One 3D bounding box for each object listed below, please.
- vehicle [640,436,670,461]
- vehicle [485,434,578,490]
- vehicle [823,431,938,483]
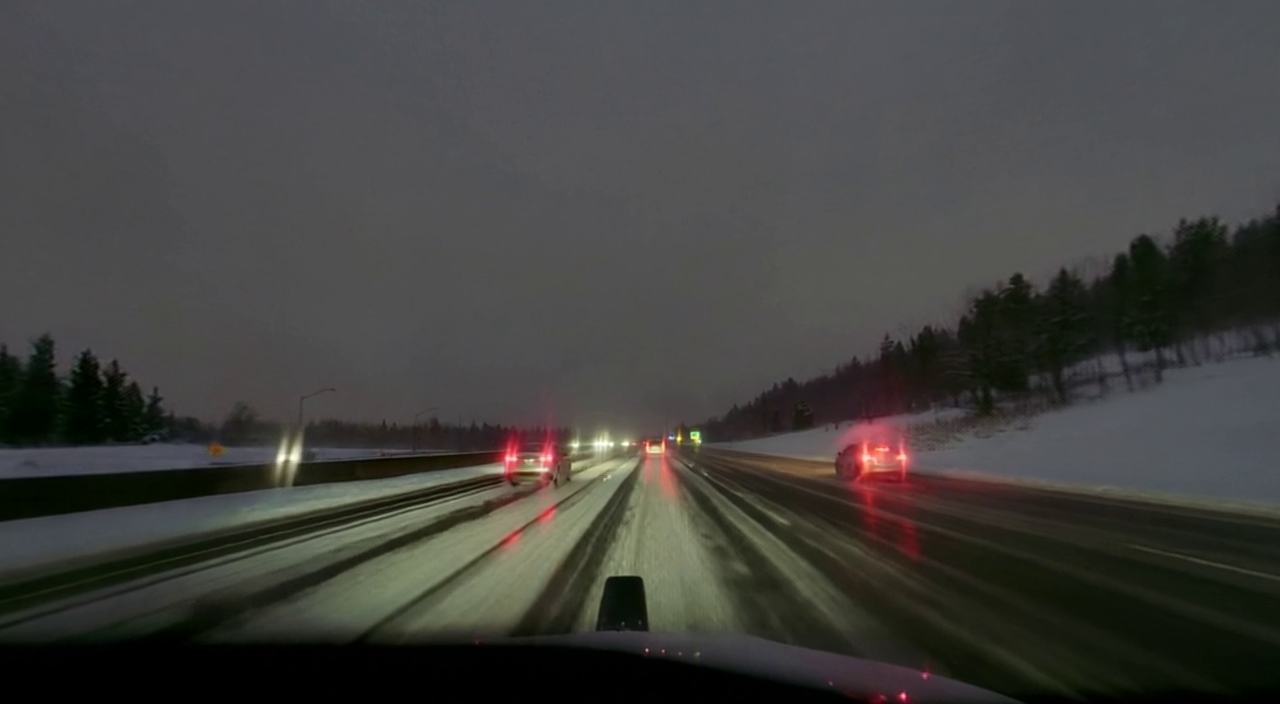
[{"bbox_3d":[1.081,6.918,45.270,2.063,1.698,4.355,0,-8,1],"label":"vehicle"},{"bbox_3d":[-3.256,3.416,19.816,2.050,1.546,4.344,-1,-8,2],"label":"vehicle"},{"bbox_3d":[7.765,3.446,20.896,1.870,1.493,5.015,0,-8,0],"label":"vehicle"}]
